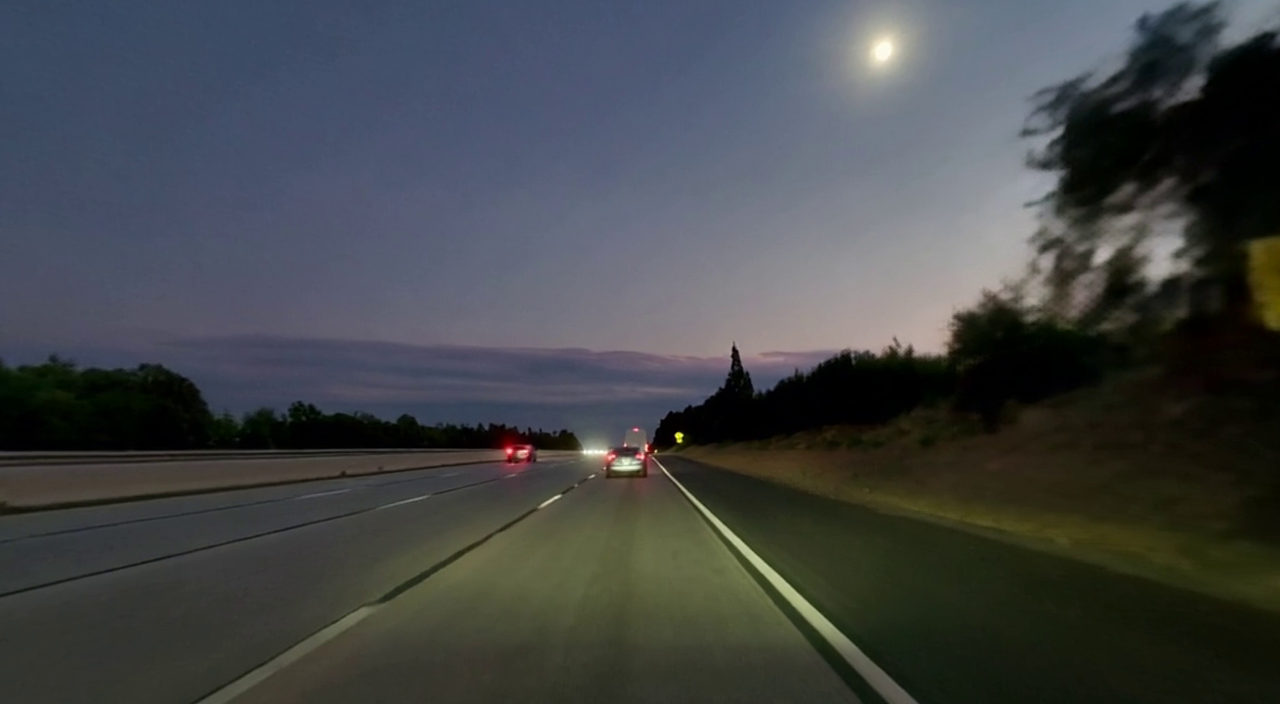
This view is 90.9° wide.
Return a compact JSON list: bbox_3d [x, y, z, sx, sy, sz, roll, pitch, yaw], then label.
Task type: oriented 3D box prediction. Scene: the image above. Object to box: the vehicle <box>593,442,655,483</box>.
[{"bbox_3d":[-0.585,4.335,24.908,2.238,1.479,3.672,0,-9,0],"label":"vehicle"}]
